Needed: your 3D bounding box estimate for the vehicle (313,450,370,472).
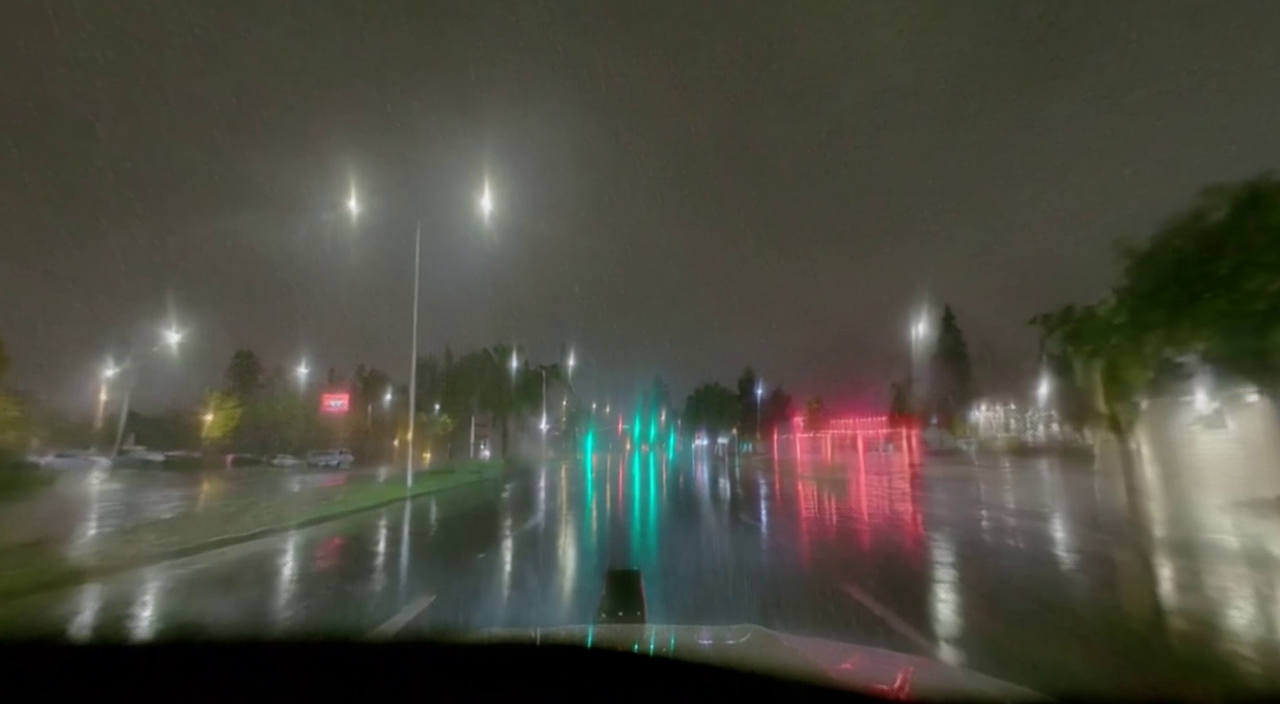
[{"bbox_3d":[-22.678,8.268,48.162,1.864,1.510,4.664,0,-9,2],"label":"vehicle"}]
